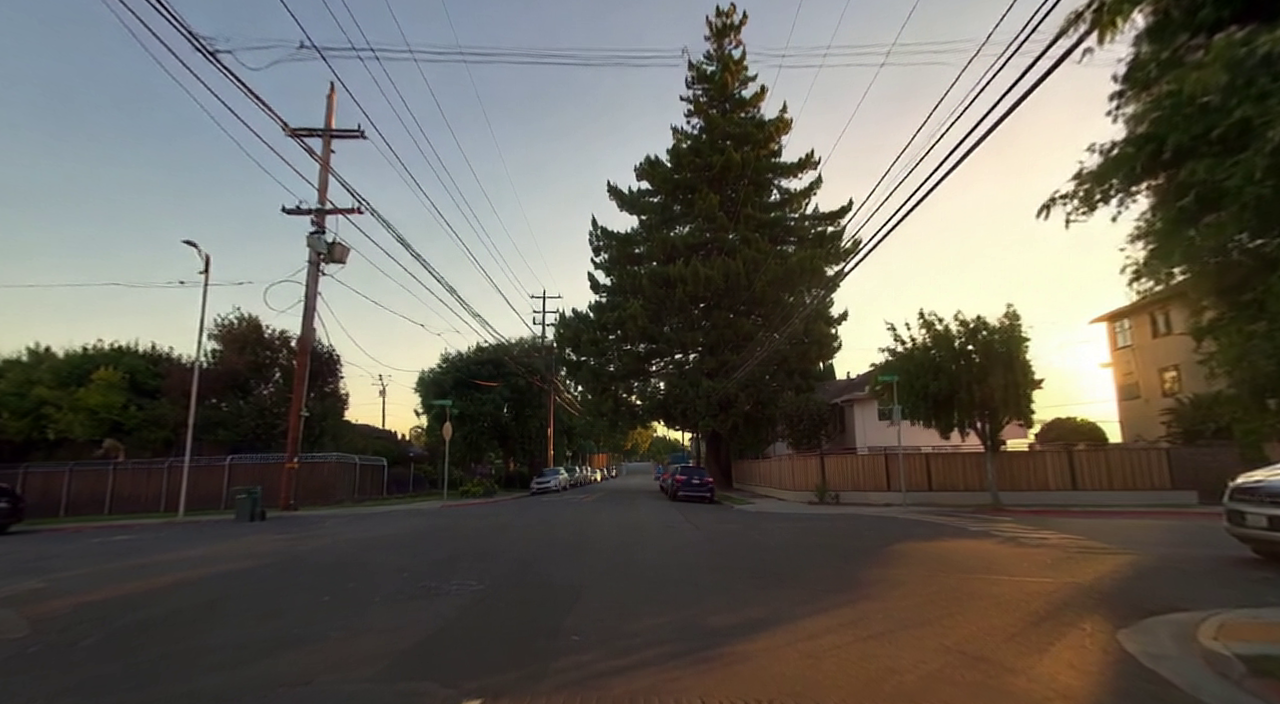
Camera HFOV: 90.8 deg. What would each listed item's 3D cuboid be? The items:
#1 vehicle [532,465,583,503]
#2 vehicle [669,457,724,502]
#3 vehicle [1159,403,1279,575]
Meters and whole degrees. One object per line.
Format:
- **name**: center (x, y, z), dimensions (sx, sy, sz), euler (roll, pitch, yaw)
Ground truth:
- **vehicle**: center (-4.309, 6.951, 33.636), dimensions (2.189, 1.771, 4.571), euler (0, -10, -1)
- **vehicle**: center (2.582, 5.981, 30.086), dimensions (2.051, 1.874, 4.459), euler (0, -8, -2)
- **vehicle**: center (9.695, 1.623, 7.610), dimensions (4.677, 1.949, 2.334), euler (-1, -8, 3)
